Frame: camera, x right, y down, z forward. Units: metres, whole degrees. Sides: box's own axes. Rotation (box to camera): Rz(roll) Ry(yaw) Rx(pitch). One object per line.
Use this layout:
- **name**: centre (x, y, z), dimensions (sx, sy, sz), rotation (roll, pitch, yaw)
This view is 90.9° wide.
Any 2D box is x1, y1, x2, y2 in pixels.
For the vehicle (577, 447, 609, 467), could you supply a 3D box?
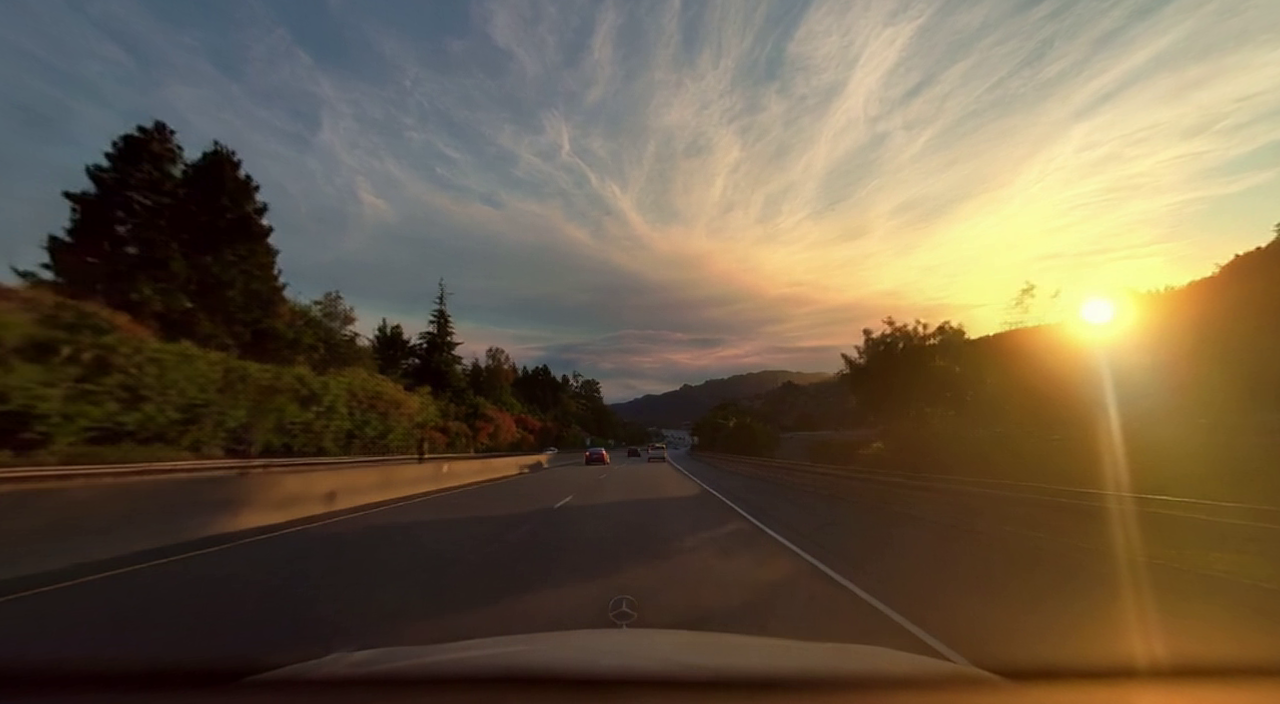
- **vehicle**: centre (-3.558, 8.010, 48.243), dimensions (2.033, 1.449, 3.957), rotation (0, -9, 1)
